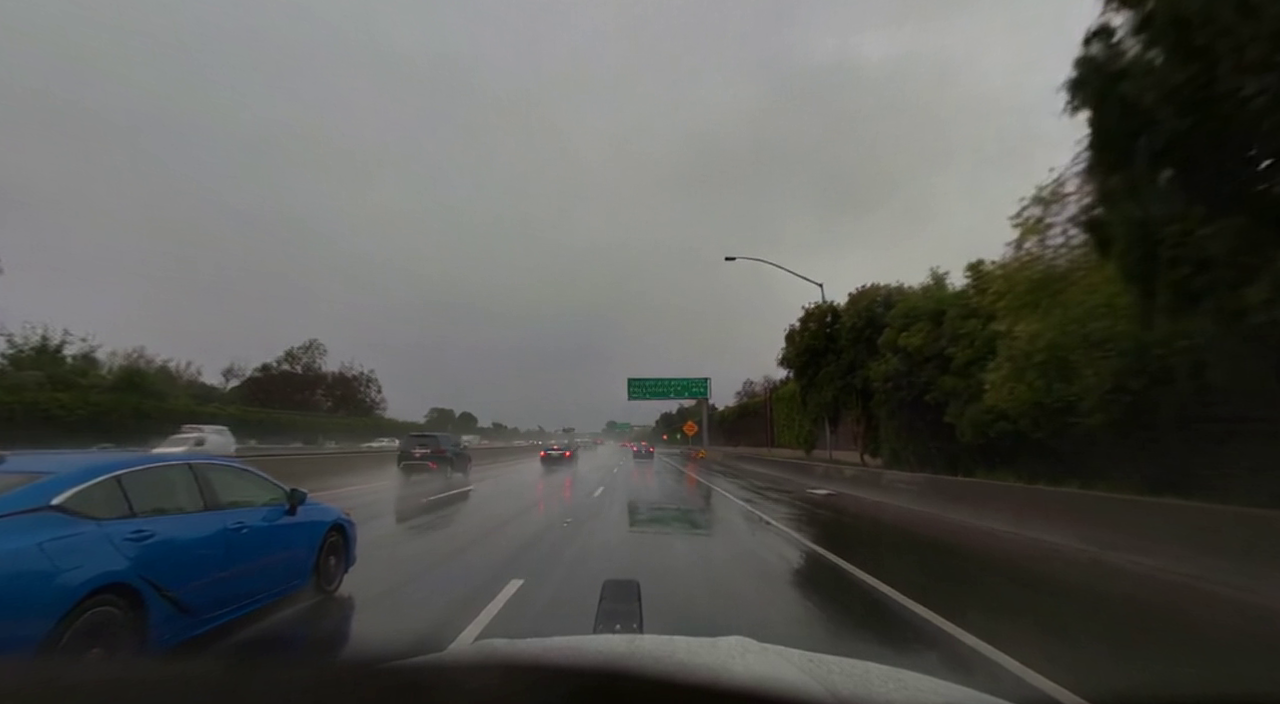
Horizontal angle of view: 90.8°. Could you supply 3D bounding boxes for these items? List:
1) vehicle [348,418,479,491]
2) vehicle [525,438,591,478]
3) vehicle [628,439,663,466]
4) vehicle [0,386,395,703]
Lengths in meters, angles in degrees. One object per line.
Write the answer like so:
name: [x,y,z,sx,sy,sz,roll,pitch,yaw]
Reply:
vehicle: [-6.907,3.216,20.051,2.171,1.982,5.246,0,-8,0]
vehicle: [-3.288,4.335,26.204,2.068,1.501,4.395,0,-8,1]
vehicle: [0.297,6.117,38.574,2.018,1.508,4.087,0,-8,-1]
vehicle: [-3.424,1.115,3.893,2.025,1.506,4.429,0,-8,0]
